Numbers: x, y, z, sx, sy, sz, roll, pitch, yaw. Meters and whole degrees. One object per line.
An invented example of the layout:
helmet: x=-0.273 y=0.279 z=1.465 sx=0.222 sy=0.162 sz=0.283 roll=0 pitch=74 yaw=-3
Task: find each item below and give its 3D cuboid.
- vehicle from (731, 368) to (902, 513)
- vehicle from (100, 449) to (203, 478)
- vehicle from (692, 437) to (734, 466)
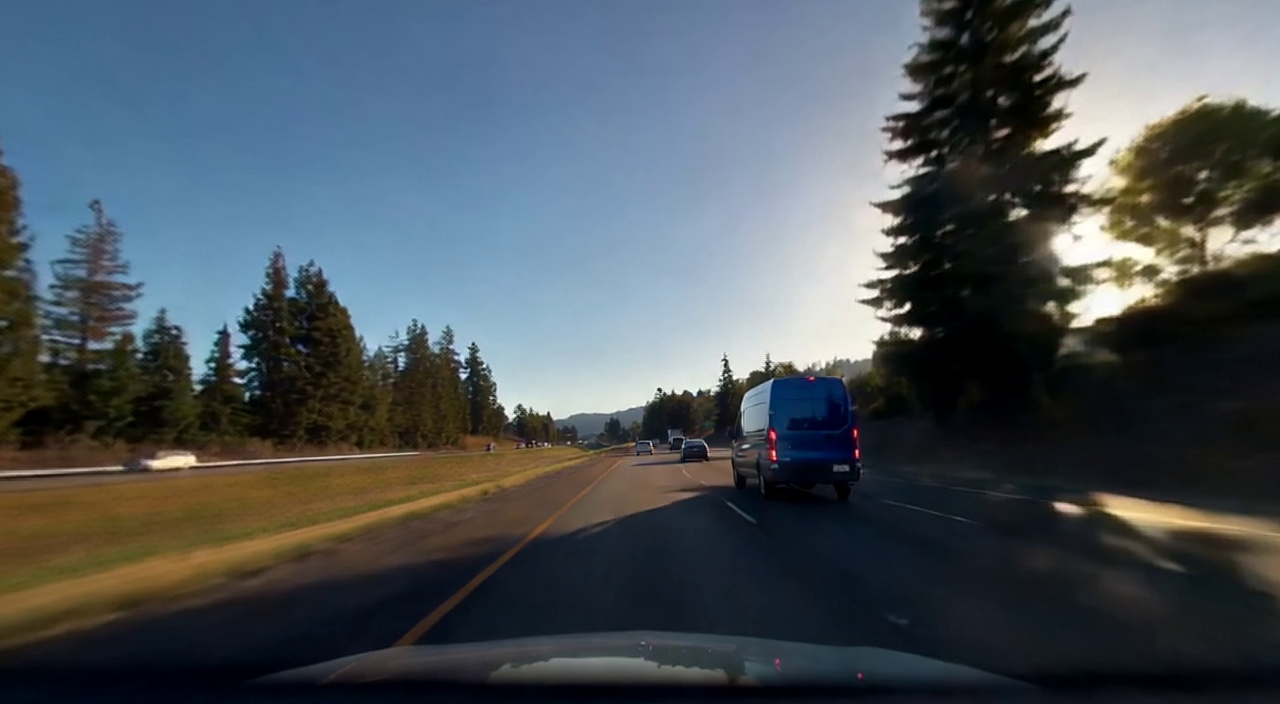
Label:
vehicle: x=3.680 y=2.062 z=14.680 sx=2.302 sy=2.670 sz=5.912 roll=0 pitch=-8 yaw=1
vehicle: x=-28.631 y=6.517 z=37.212 sx=2.204 sy=1.510 sz=4.806 roll=0 pitch=-8 yaw=1
vehicle: x=4.411 y=6.102 z=38.722 sx=2.034 sy=1.651 sz=4.342 roll=0 pitch=-8 yaw=0
